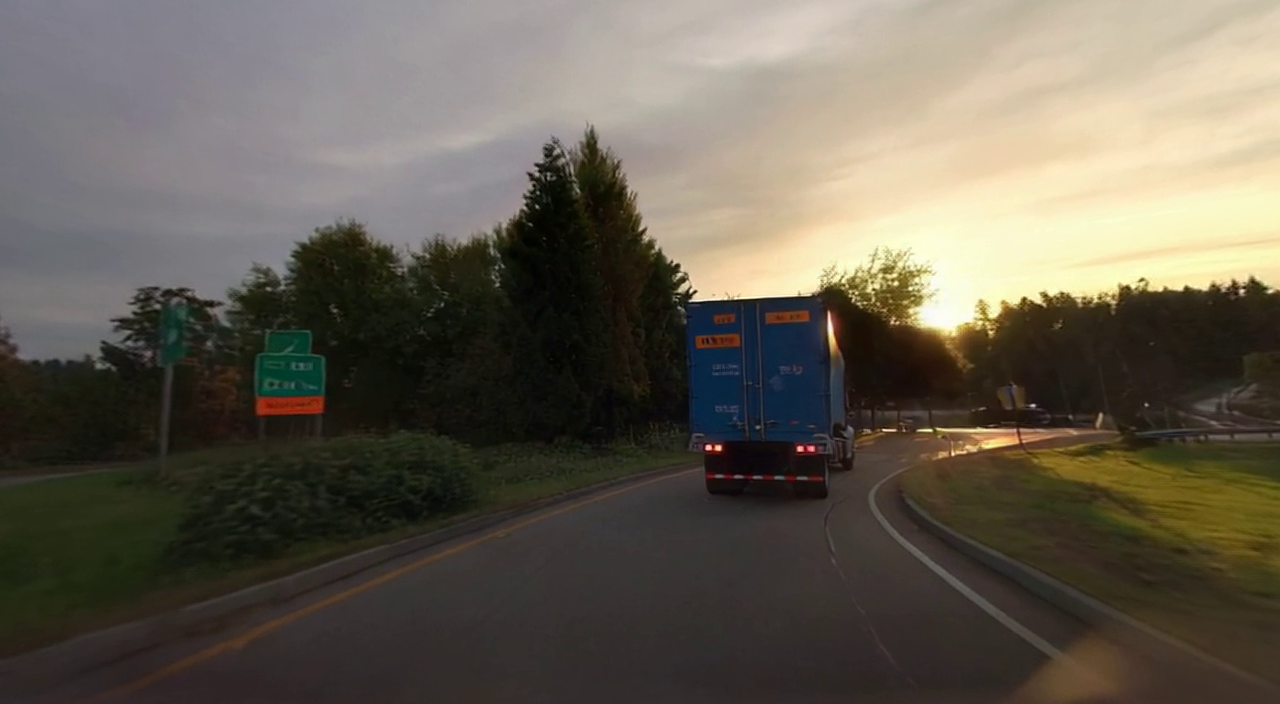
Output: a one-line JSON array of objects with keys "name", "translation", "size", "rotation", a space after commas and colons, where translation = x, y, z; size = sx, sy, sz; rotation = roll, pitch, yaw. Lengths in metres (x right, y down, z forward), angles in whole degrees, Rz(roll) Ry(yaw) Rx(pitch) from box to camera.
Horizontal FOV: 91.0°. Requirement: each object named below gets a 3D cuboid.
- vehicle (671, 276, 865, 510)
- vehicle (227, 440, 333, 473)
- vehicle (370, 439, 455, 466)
[{"name": "vehicle", "translation": [3.543, 1.256, 14.649], "size": [2.937, 3.647, 9.344], "rotation": [-4, -8, 20]}, {"name": "vehicle", "translation": [-18.702, 5.396, 32.769], "size": [4.578, 1.573, 1.806], "rotation": [5, -10, -35]}, {"name": "vehicle", "translation": [-13.078, 5.763, 36.250], "size": [4.350, 1.410, 1.726], "rotation": [3, -9, -28]}]
